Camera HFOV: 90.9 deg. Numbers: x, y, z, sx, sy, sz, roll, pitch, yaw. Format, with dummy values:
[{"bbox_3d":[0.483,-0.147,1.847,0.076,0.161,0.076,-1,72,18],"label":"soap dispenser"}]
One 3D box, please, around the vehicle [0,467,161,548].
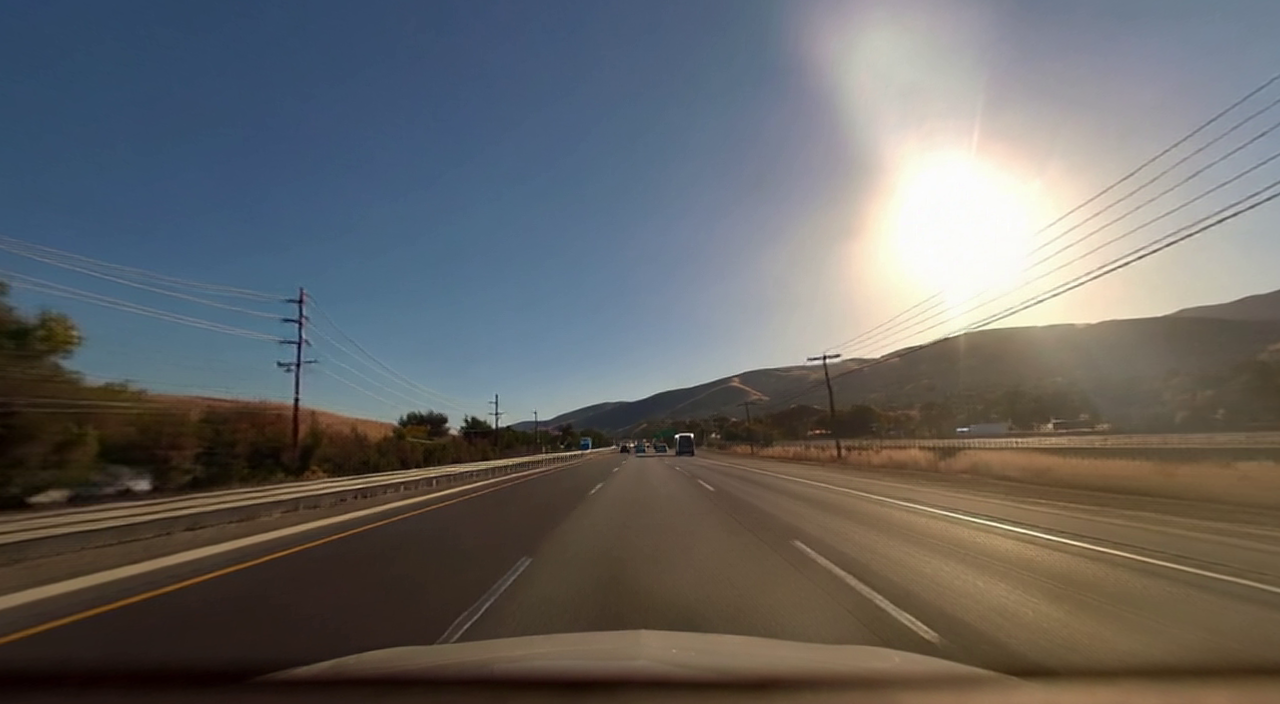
[{"bbox_3d":[-16.499,4.240,17.858,2.122,1.774,4.756,0,-8,0],"label":"vehicle"}]
